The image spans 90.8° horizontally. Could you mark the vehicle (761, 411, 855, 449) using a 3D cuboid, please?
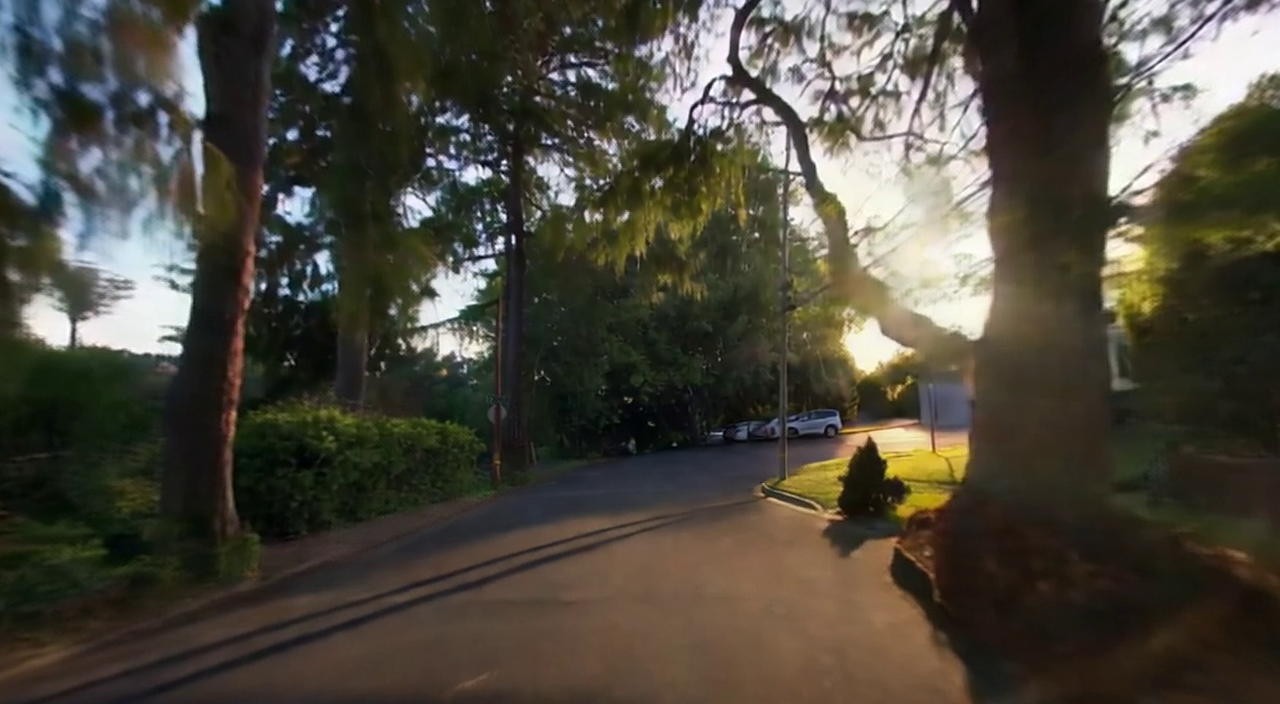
[{"bbox_3d":[9.465,4.436,35.626,4.780,1.984,1.896,3,-9,-20],"label":"vehicle"}]
